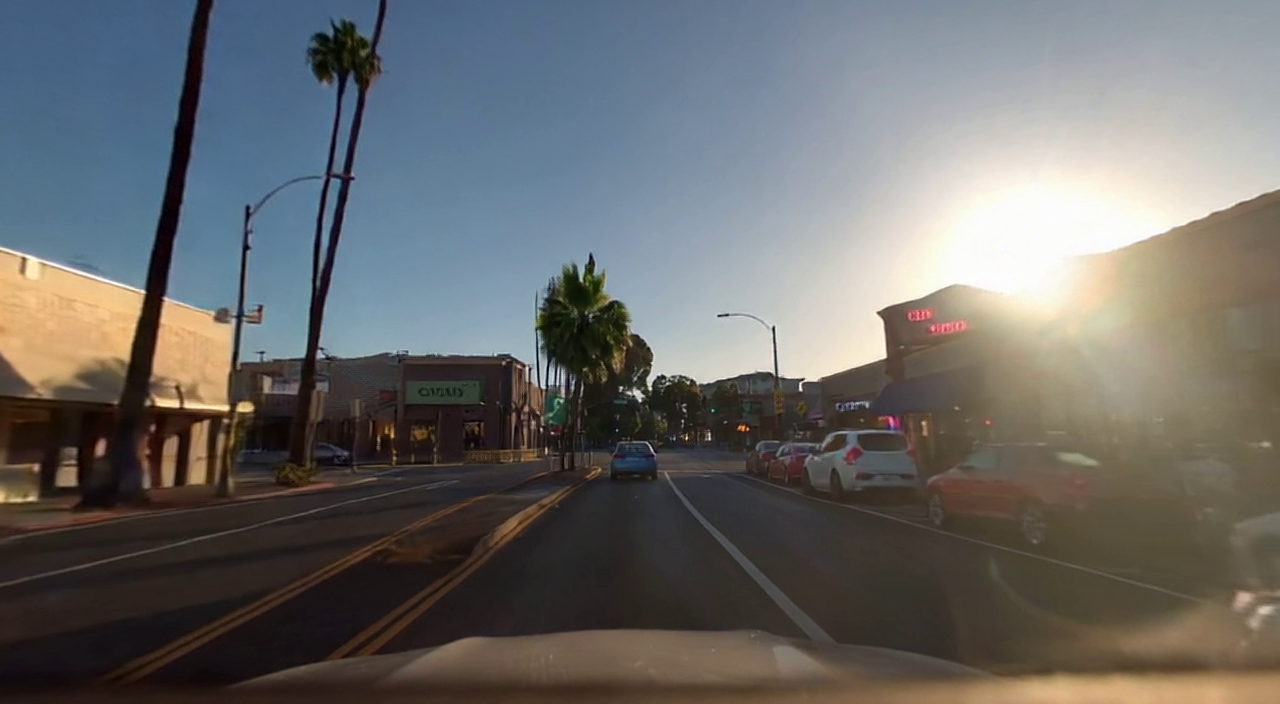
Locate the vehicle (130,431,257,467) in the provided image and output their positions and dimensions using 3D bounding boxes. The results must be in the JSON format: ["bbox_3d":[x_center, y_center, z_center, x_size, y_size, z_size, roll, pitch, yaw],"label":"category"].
[{"bbox_3d":[-32.685,7.099,46.584,2.562,2.387,6.989,-4,-9,30],"label":"vehicle"}]

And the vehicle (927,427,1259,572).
[{"bbox_3d":[6.117,1.992,9.323,1.747,1.619,4.157,0,-8,-1],"label":"vehicle"}]

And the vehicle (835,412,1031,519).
[{"bbox_3d":[6.092,2.426,13.968,2.008,1.928,4.774,0,-8,0],"label":"vehicle"}]

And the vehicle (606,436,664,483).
[{"bbox_3d":[-0.227,4.143,24.678,2.063,1.664,4.471,0,-8,-1],"label":"vehicle"}]
